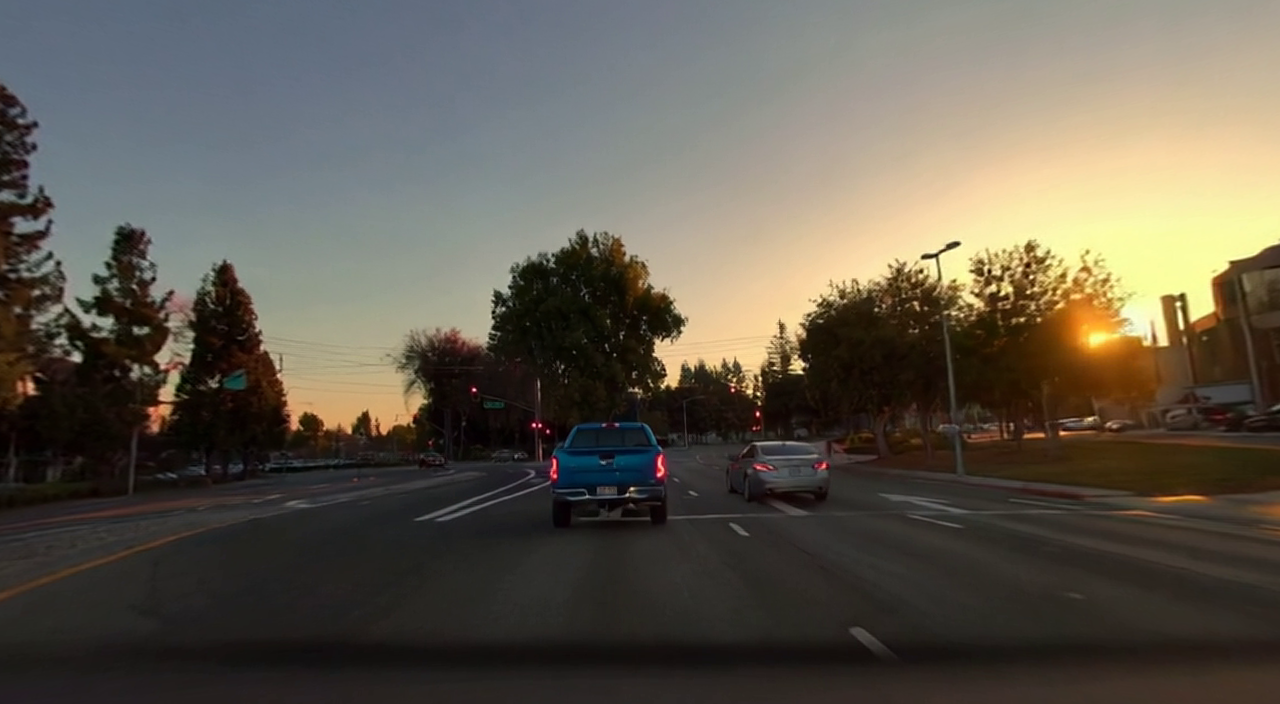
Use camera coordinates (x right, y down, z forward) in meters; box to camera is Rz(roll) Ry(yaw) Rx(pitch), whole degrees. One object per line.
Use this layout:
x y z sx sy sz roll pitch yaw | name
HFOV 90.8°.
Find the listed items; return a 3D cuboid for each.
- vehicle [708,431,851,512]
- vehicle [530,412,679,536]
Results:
2.875 2.578 14.178 2.073 1.484 4.437 0 -8 -2 | vehicle
-0.528 2.098 11.556 2.145 1.762 4.731 0 -8 0 | vehicle
